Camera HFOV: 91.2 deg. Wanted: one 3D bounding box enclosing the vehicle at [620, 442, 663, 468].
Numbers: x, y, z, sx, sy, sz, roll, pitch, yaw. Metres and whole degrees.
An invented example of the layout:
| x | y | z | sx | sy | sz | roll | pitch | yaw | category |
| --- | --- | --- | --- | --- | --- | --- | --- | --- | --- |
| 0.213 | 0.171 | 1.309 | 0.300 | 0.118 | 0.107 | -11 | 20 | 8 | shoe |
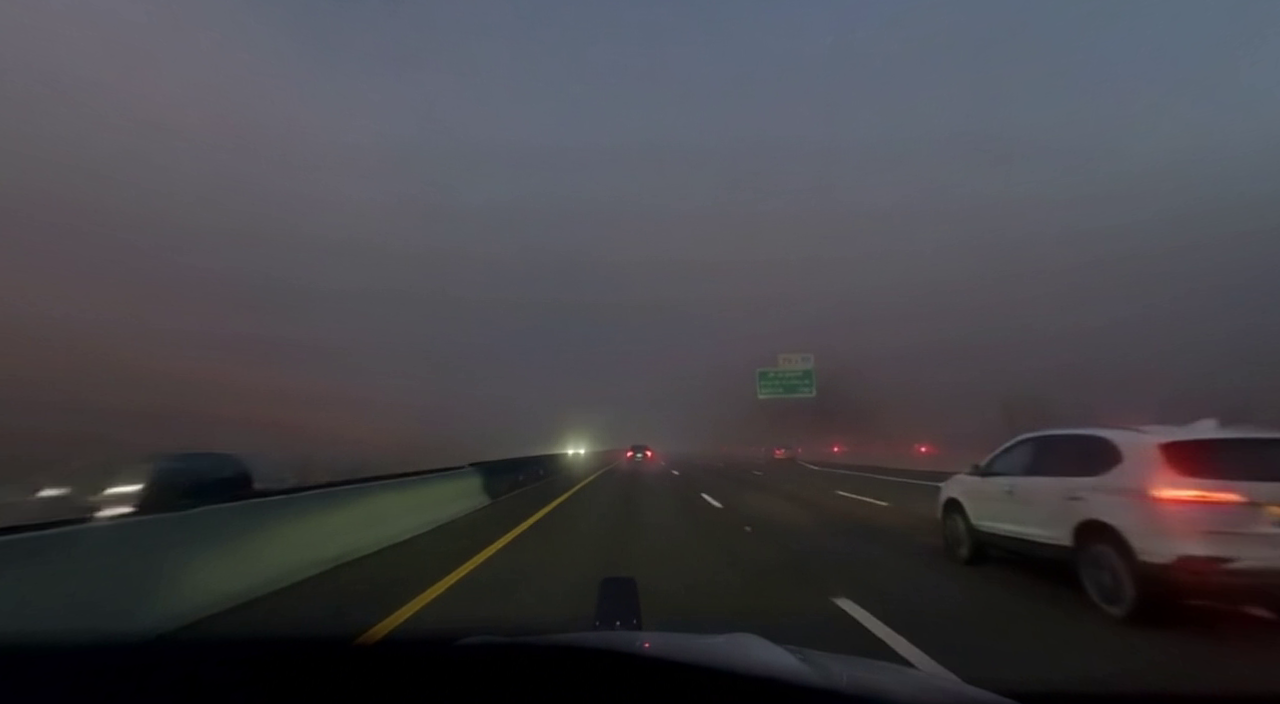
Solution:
| x | y | z | sx | sy | sz | roll | pitch | yaw | category |
| --- | --- | --- | --- | --- | --- | --- | --- | --- | --- |
| 0.150 | 6.735 | 41.307 | 2.084 | 1.594 | 4.219 | -2 | -8 | 10 | vehicle |

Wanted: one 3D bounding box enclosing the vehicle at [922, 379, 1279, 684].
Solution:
| x | y | z | sx | sy | sz | roll | pitch | yaw | category |
| --- | --- | --- | --- | --- | --- | --- | --- | --- | --- |
| 4.249 | 1.213 | 5.314 | 1.969 | 1.595 | 3.964 | -1 | -8 | 2 | vehicle |

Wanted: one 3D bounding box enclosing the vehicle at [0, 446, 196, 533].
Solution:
| x | y | z | sx | sy | sz | roll | pitch | yaw | category |
| --- | --- | --- | --- | --- | --- | --- | --- | --- | --- |
| -12.710 | 3.002 | 14.368 | 1.992 | 1.638 | 4.416 | 0 | -8 | -3 | vehicle |
